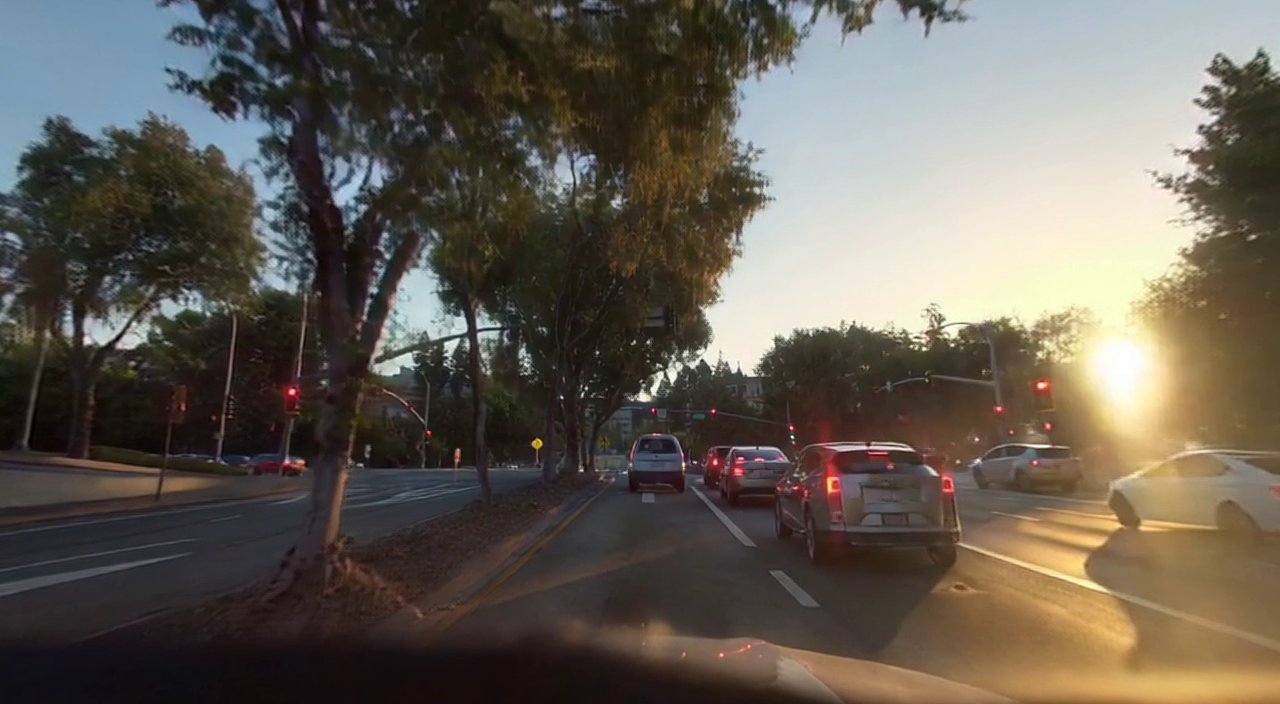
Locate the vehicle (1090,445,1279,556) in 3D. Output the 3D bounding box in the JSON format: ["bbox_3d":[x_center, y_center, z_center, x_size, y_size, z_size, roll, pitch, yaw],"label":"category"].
[{"bbox_3d":[9.348,2.139,9.551,1.884,1.422,4.262,0,-8,0],"label":"vehicle"}]

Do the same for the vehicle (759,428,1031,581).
[{"bbox_3d":[3.051,1.890,8.698,2.078,1.578,4.107,0,-8,1],"label":"vehicle"}]

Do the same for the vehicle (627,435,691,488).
[{"bbox_3d":[0.639,4.132,24.202,2.245,1.800,4.522,0,-8,0],"label":"vehicle"}]
